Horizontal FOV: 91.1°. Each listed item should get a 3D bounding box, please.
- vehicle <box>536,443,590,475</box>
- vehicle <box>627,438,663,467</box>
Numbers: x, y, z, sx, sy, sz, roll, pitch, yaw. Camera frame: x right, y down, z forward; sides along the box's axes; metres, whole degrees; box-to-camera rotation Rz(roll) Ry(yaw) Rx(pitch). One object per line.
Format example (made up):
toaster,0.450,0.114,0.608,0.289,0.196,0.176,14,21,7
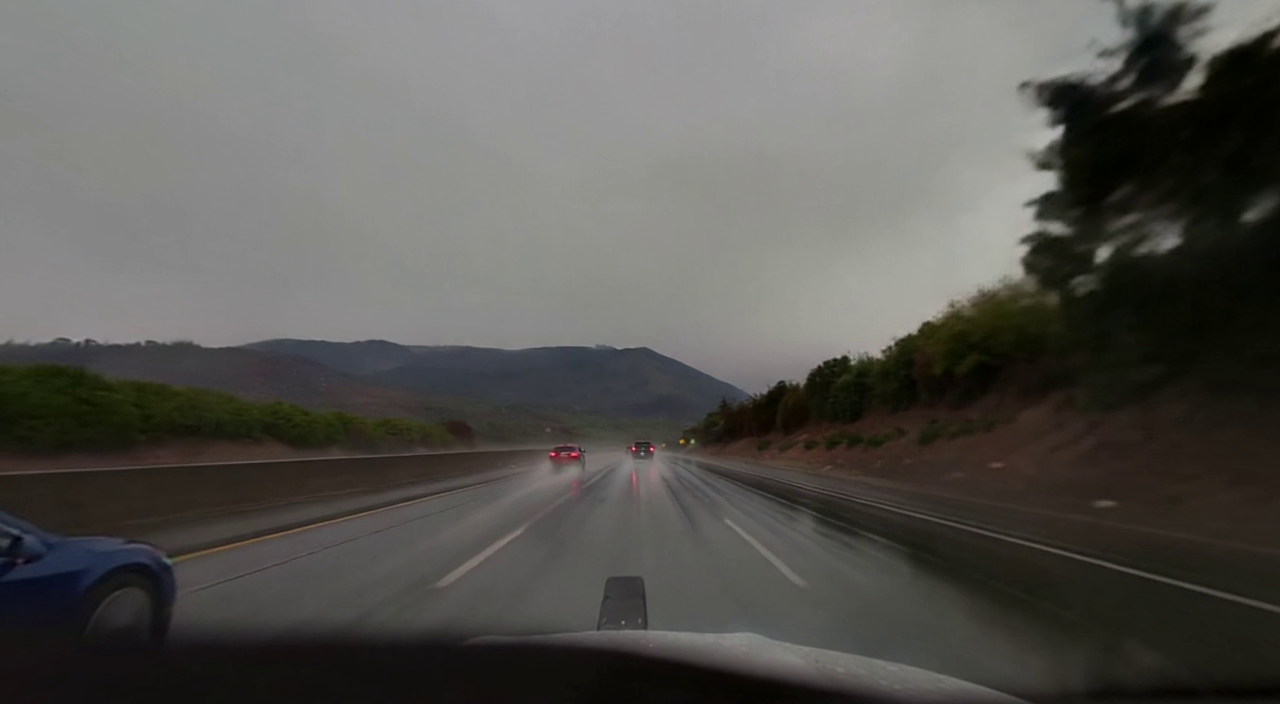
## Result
vehicle,-3.742,5.299,31.431,2.082,1.485,4.237,0,-9,1
vehicle,0.290,6.785,42.473,2.272,1.836,4.866,0,-9,0
